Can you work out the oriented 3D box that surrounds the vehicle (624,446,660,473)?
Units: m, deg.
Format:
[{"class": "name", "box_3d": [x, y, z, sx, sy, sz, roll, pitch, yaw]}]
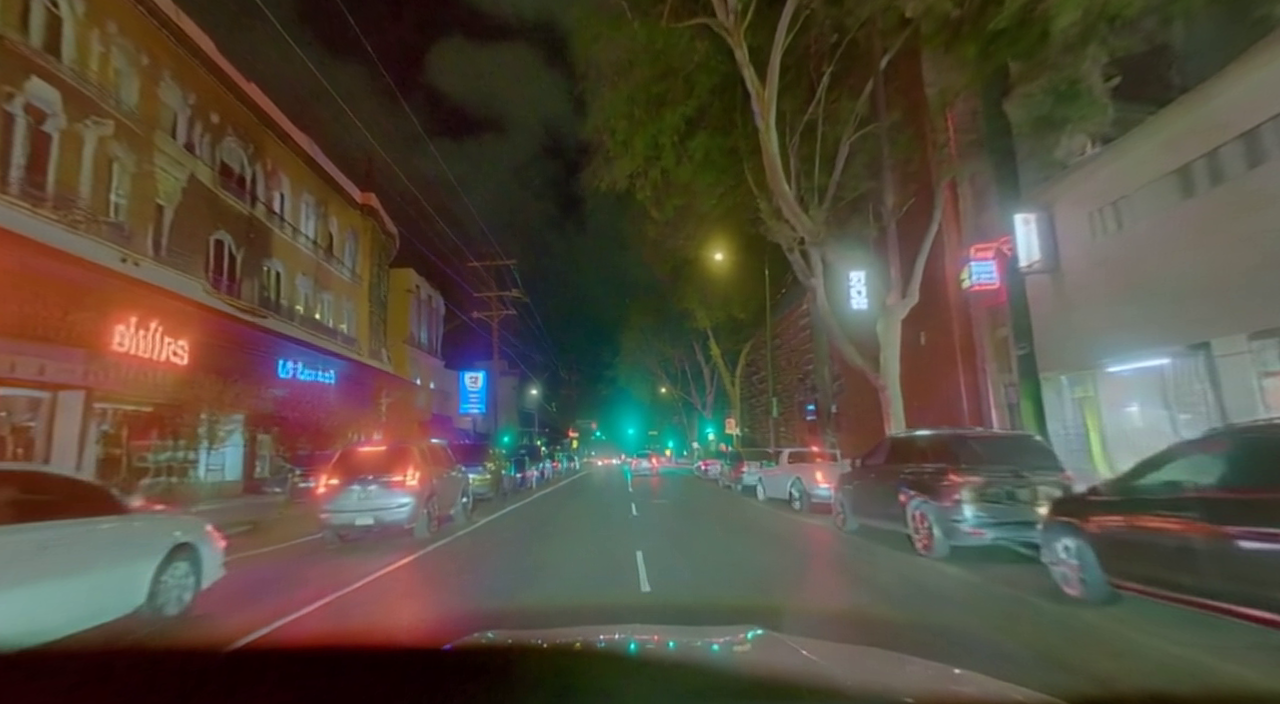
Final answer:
[{"class": "vehicle", "box_3d": [0.110, 7.847, 46.348, 2.440, 1.882, 4.611, 0, -9, -2]}]

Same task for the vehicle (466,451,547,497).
[{"class": "vehicle", "box_3d": [-4.765, 4.414, 23.251, 2.053, 1.485, 4.540, 0, -9, -1]}]

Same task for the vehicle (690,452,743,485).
[{"class": "vehicle", "box_3d": [3.776, 5.814, 31.918, 1.921, 1.440, 4.382, -1, -8, -3]}]

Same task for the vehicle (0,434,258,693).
[{"class": "vehicle", "box_3d": [-4.849, 1.420, 4.394, 2.006, 1.492, 4.461, -2, -11, -6]}]

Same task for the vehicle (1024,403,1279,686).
[{"class": "vehicle", "box_3d": [4.829, 1.229, 4.214, 1.882, 1.704, 4.055, 0, -9, -1]}]

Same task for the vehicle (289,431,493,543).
[{"class": "vehicle", "box_3d": [-4.725, 2.630, 13.033, 2.341, 1.825, 4.924, 0, -9, -2]}]

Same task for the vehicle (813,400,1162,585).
[{"class": "vehicle", "box_3d": [4.512, 1.931, 9.519, 2.243, 1.992, 5.087, 0, -9, -1]}]
